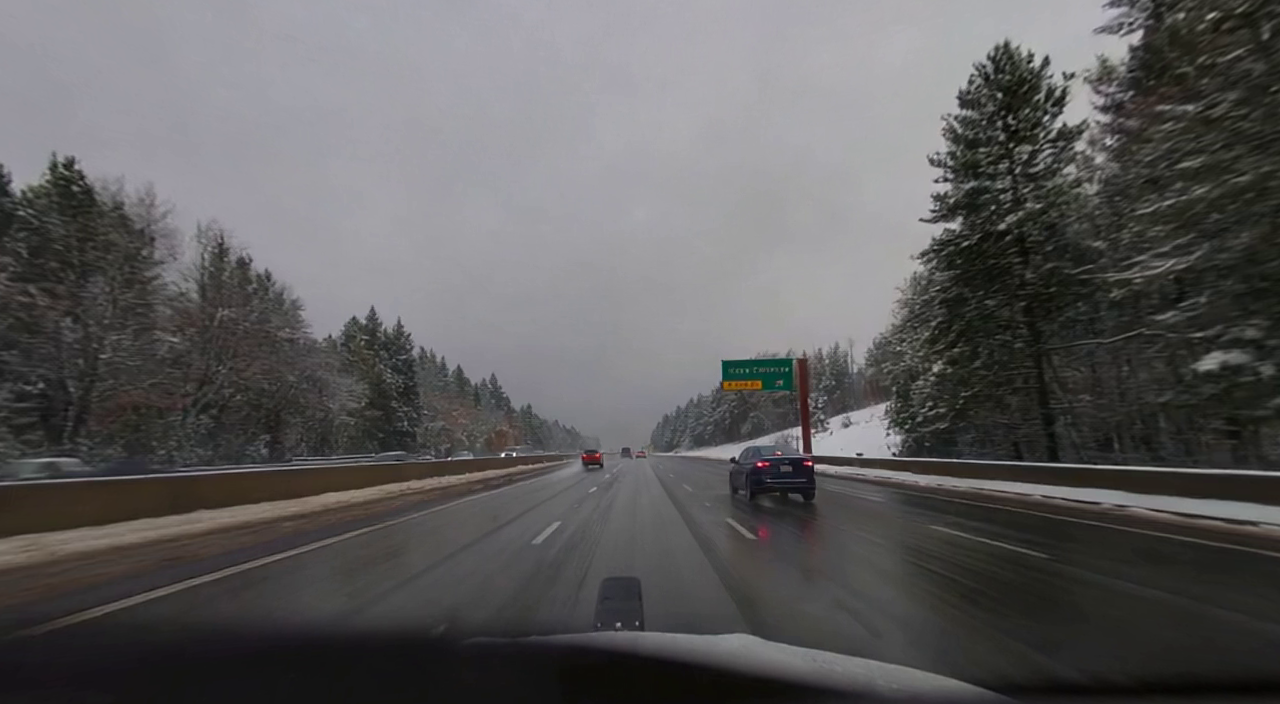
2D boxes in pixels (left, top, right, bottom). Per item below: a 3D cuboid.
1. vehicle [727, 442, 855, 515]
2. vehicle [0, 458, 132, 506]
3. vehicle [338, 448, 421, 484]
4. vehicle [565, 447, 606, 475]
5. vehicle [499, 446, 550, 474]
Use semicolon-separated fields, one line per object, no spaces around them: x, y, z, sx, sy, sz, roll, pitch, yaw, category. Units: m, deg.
3.414;2.931;15.120;1.979;1.486;4.125;0;-9;-1;vehicle
-21.633;4.765;23.479;1.807;1.494;4.265;0;-9;0;vehicle
-11.815;5.158;28.871;1.987;1.514;4.099;0;-9;1;vehicle
-3.162;6.393;37.249;2.030;1.563;4.389;0;-9;0;vehicle
-6.768;6.370;37.347;2.107;1.541;4.713;0;-9;1;vehicle
